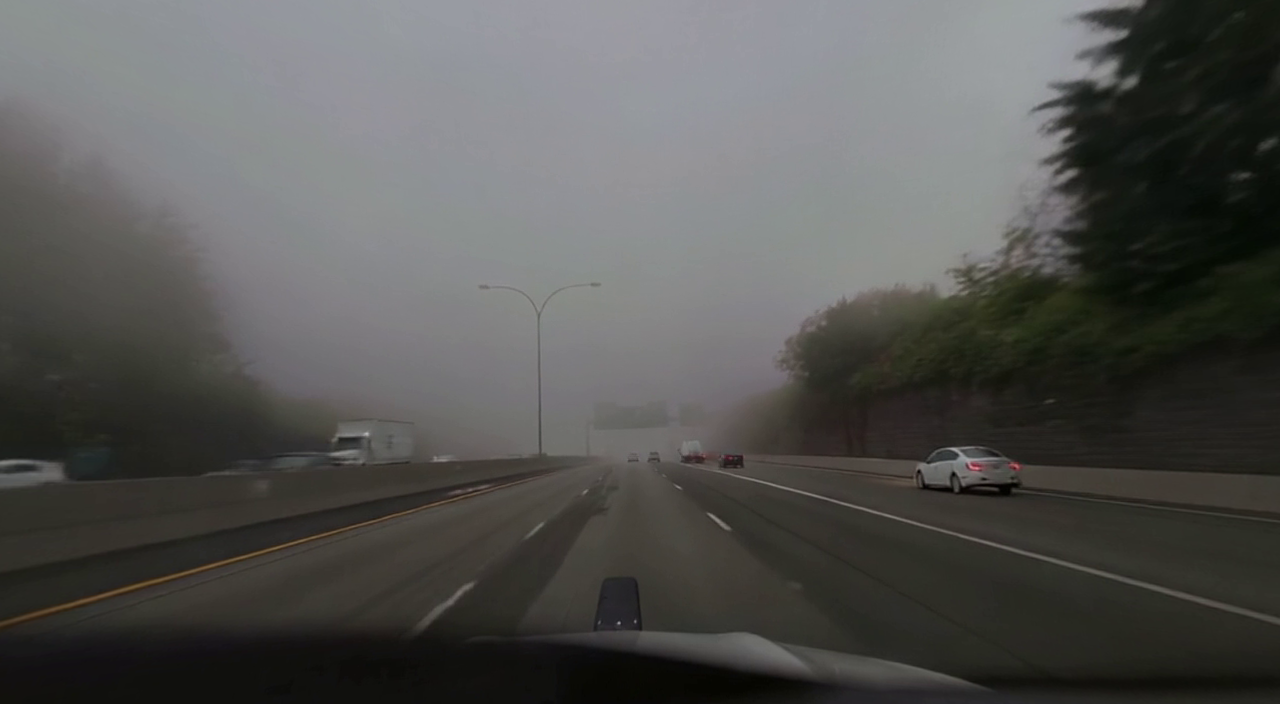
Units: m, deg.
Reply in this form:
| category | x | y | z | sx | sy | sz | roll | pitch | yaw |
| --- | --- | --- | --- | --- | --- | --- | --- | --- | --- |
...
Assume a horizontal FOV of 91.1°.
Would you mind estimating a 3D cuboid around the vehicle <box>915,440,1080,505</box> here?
| category | x | y | z | sx | sy | sz | roll | pitch | yaw |
| --- | --- | --- | --- | --- | --- | --- | --- | --- | --- |
| vehicle | 10.143 | 3.442 | 18.397 | 1.950 | 1.632 | 4.845 | 0 | -9 | 0 |

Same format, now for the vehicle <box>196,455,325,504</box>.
| category | x | y | z | sx | sy | sz | roll | pitch | yaw |
| --- | --- | --- | --- | --- | --- | --- | --- | --- | --- |
| vehicle | -12.937 | 4.341 | 21.779 | 1.853 | 1.456 | 4.215 | 0 | -9 | -1 |

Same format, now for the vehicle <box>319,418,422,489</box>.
| category | x | y | z | sx | sy | sz | roll | pitch | yaw |
| --- | --- | --- | --- | --- | --- | --- | --- | --- | --- |
| vehicle | -16.491 | 6.257 | 39.246 | 3.138 | 3.947 | 7.349 | 1 | -8 | -1 |
